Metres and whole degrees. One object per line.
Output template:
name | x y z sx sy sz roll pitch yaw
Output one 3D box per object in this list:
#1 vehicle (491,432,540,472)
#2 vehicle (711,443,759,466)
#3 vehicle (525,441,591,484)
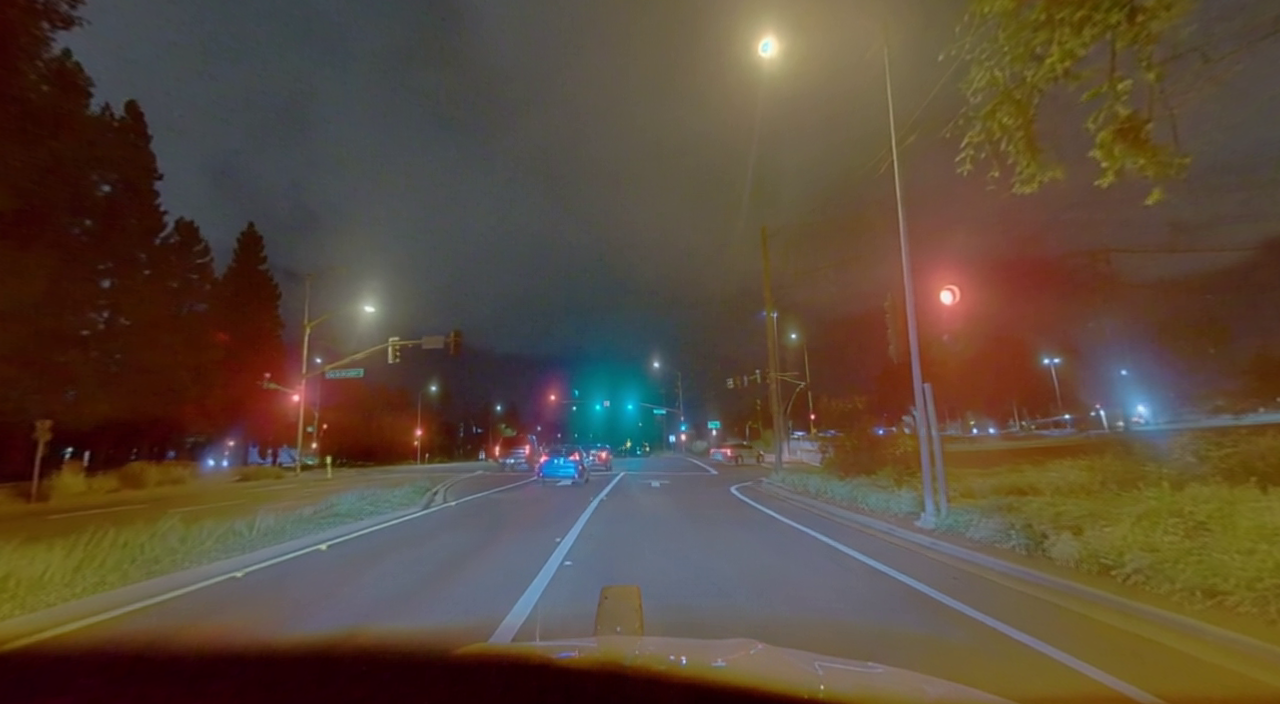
vehicle | -6.849 5.525 34.973 2.390 2.020 5.085 1 -9 -10
vehicle | 6.173 6.580 40.647 1.945 1.410 4.284 -4 -9 24
vehicle | -3.066 4.223 24.463 1.979 1.492 3.930 0 -9 1
